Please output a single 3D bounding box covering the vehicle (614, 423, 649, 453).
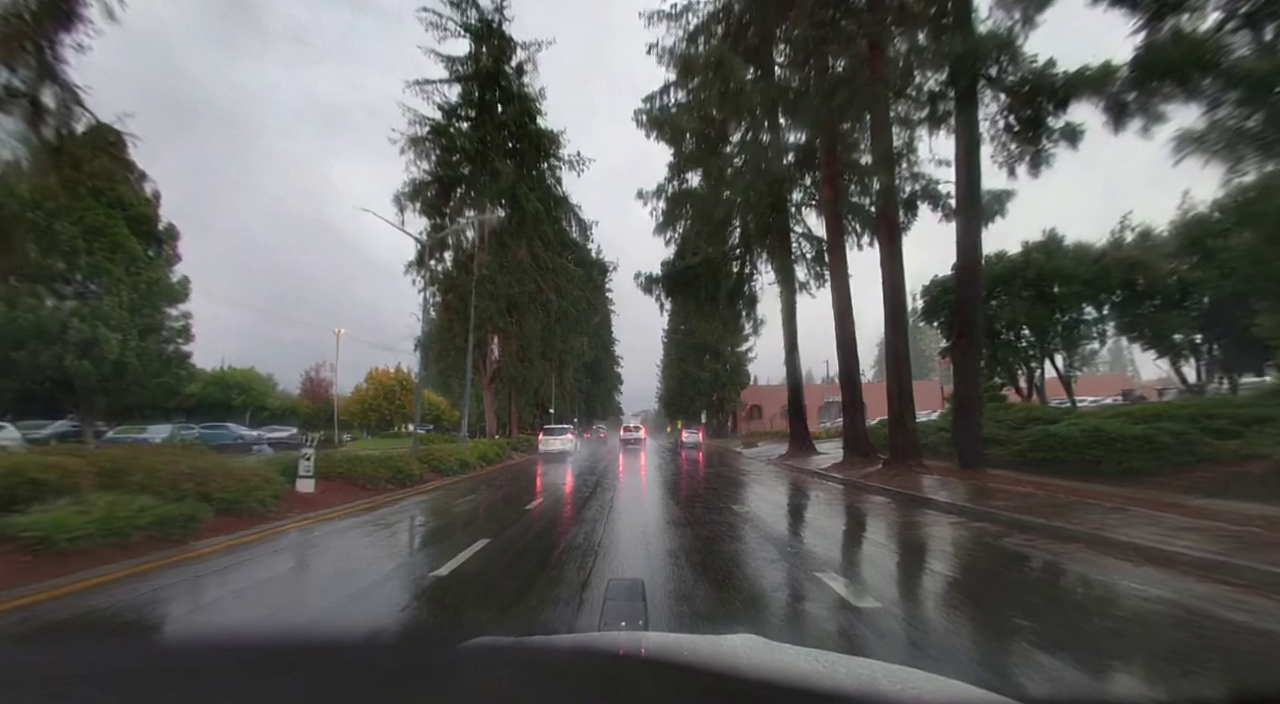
[{"bbox_3d":[-0.494,5.240,38.144,2.022,1.700,4.084,0,-8,-1],"label":"vehicle"}]

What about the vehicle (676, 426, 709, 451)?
[{"bbox_3d":[3.516,5.902,42.835,1.847,1.554,4.052,0,-8,-2],"label":"vehicle"}]

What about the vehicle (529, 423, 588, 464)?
[{"bbox_3d":[-3.563,4.138,28.483,2.047,1.710,4.314,0,-8,0],"label":"vehicle"}]
